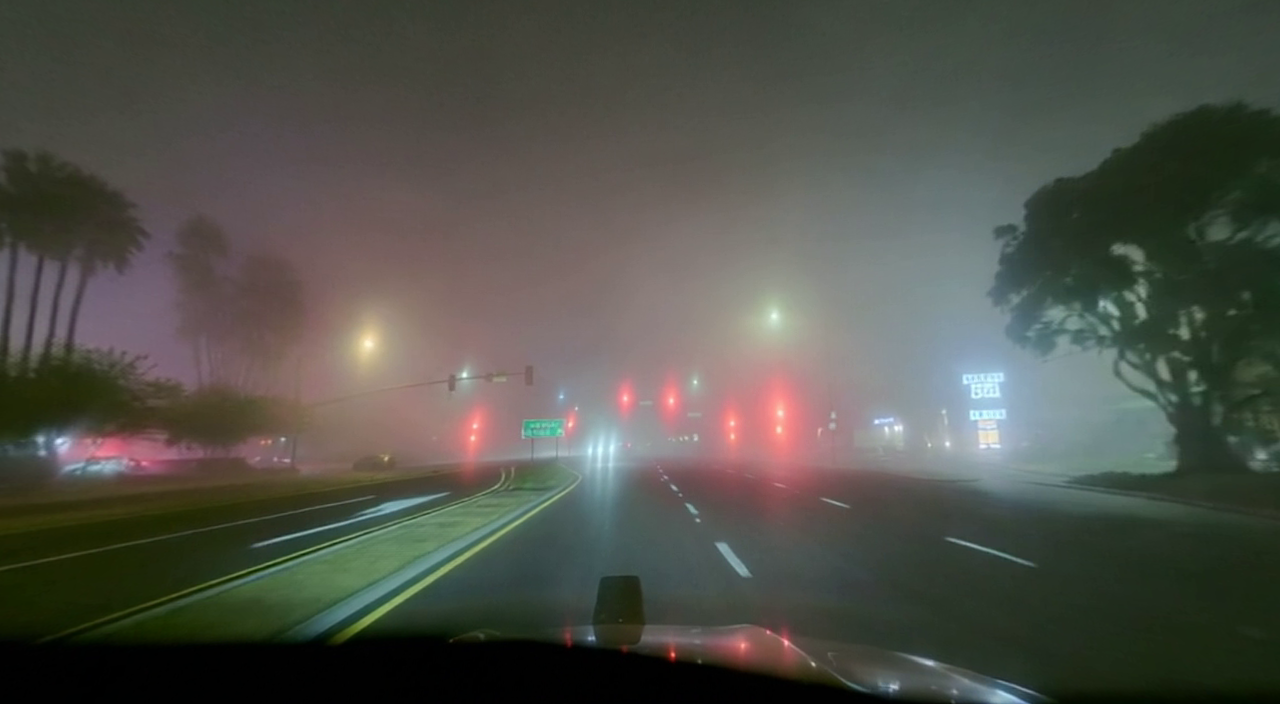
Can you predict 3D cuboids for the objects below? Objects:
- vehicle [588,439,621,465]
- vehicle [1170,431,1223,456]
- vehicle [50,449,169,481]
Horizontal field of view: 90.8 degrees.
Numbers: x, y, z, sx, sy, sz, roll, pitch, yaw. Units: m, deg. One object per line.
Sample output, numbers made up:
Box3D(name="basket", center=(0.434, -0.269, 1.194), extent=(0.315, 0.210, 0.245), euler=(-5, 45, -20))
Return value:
Box3D(name="vehicle", center=(-2.424, 6.667, 42.405), extent=(1.990, 1.639, 3.885), euler=(1, -8, -6))
Box3D(name="vehicle", center=(36.946, 6.063, 41.890), extent=(4.405, 1.525, 1.901), euler=(7, -10, -40))
Box3D(name="vehicle", center=(-31.637, 6.718, 37.999), extent=(2.099, 1.731, 5.736), euler=(0, -8, 1))
